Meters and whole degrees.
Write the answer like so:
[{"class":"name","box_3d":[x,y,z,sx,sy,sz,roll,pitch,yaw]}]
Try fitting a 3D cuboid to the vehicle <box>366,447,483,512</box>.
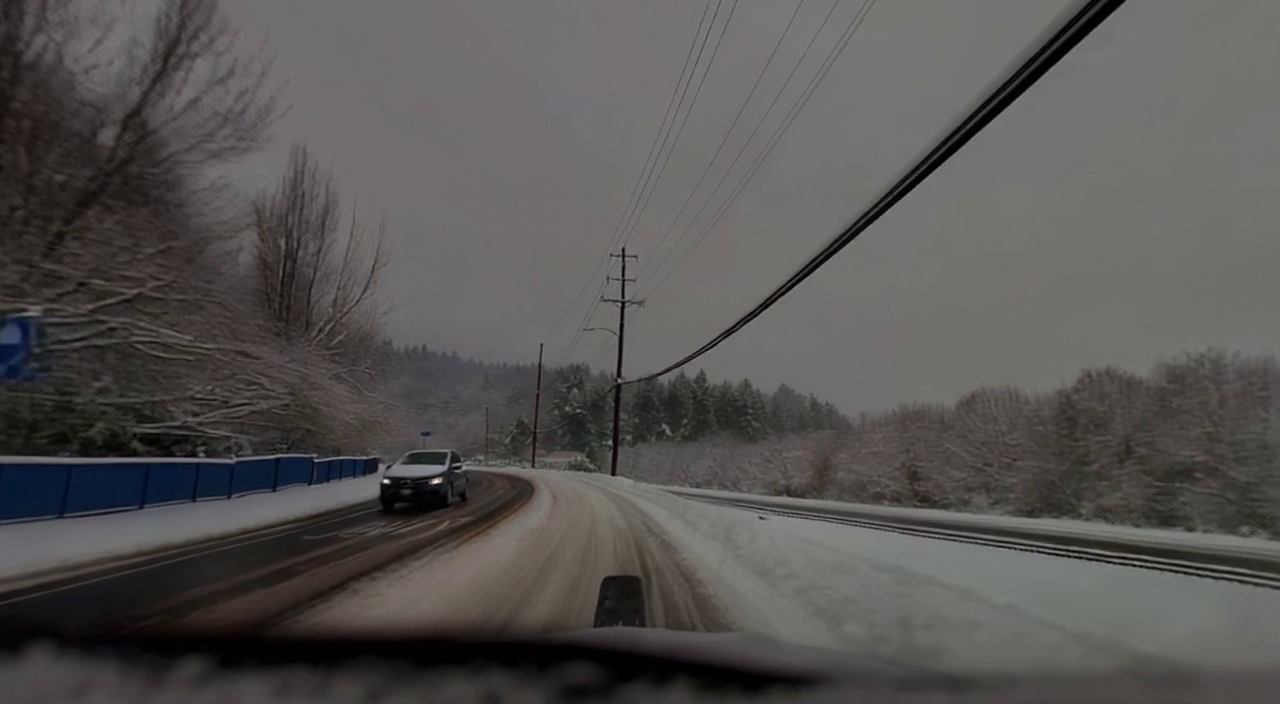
[{"class":"vehicle","box_3d":[-5.609,3.341,17.109,2.034,1.479,4.521,1,-9,-7]}]
